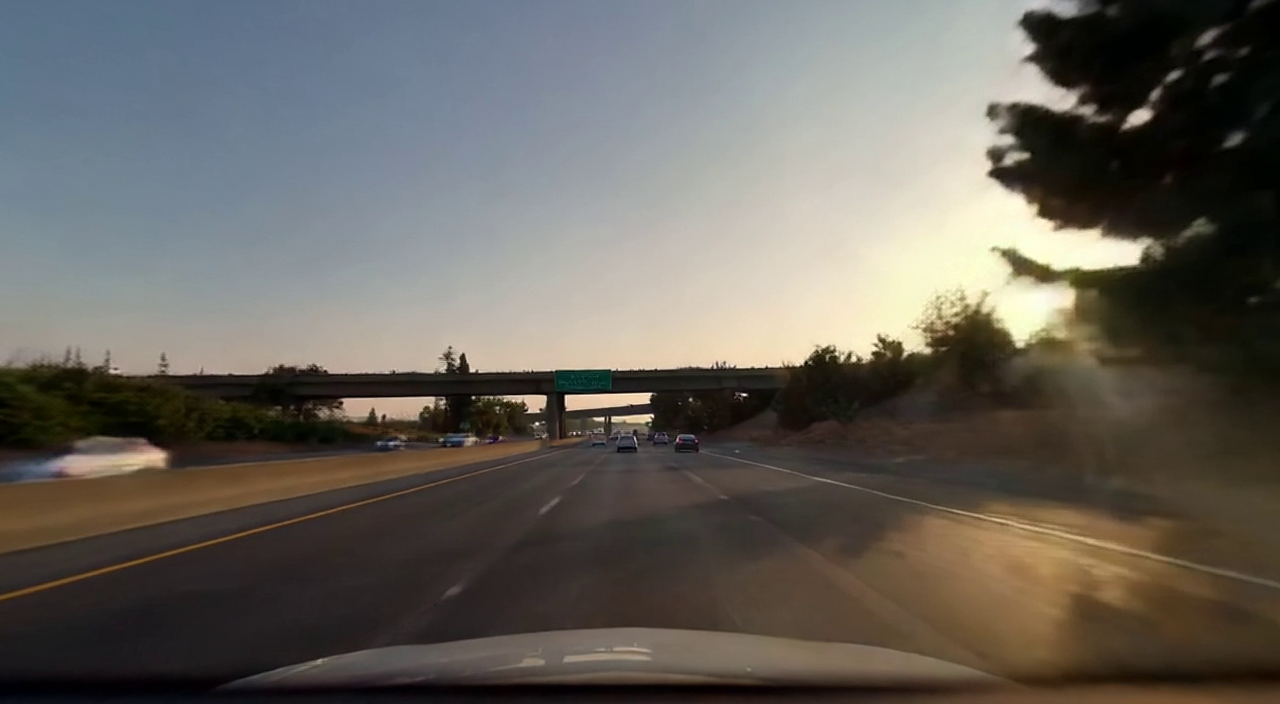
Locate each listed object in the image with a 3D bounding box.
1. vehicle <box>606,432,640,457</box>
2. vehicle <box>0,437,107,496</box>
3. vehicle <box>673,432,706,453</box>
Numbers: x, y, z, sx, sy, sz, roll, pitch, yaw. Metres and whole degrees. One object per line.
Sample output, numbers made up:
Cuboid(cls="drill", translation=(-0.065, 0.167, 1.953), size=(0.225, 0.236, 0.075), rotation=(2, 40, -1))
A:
Cuboid(cls="vehicle", translation=(-1.036, 5.609, 38.481), size=(1.987, 1.440, 3.565), rotation=(0, -8, -1))
Cuboid(cls="vehicle", translation=(-17.095, 3.037, 16.914), size=(1.824, 1.467, 4.383), rotation=(0, -8, -2))
Cuboid(cls="vehicle", translation=(3.729, 6.883, 48.027), size=(2.056, 1.508, 4.093), rotation=(0, -8, -2))
